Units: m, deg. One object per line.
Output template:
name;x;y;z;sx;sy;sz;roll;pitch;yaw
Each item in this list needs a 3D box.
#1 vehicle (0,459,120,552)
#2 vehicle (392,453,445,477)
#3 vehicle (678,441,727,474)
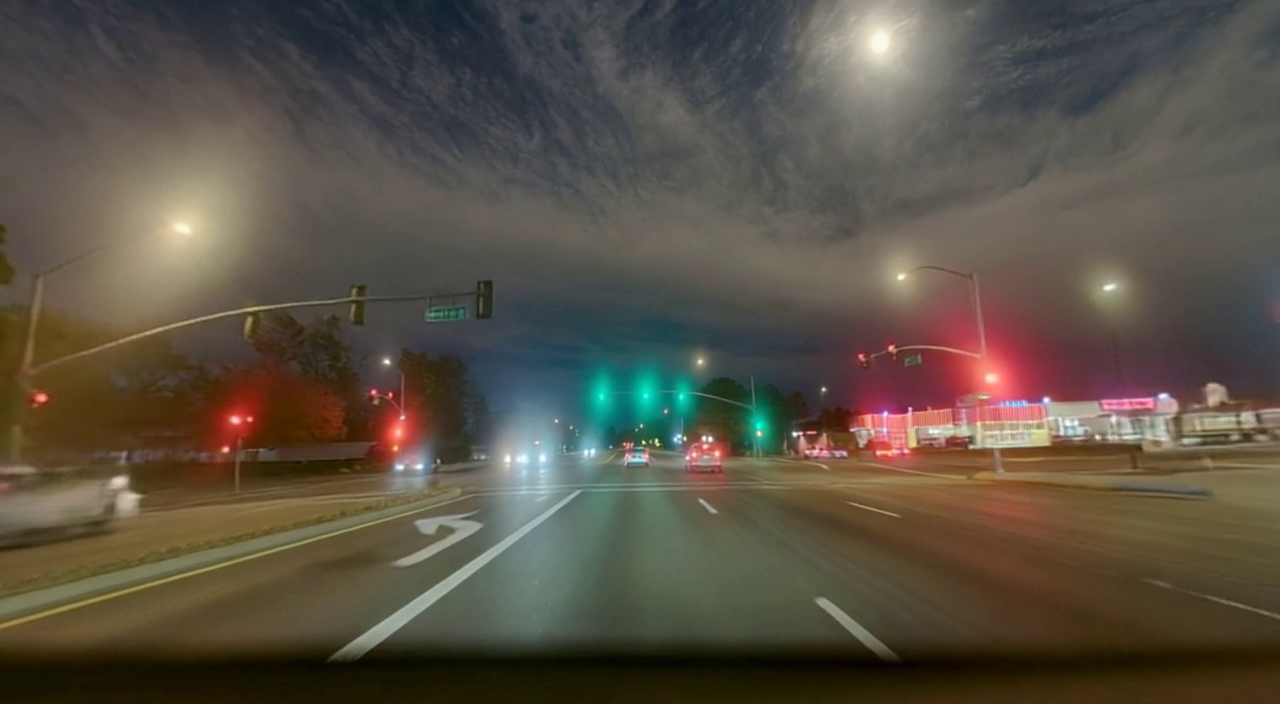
vehicle;-11.626;2.607;10.630;1.891;1.481;4.533;0;-8;-1
vehicle;-15.486;7.901;44.461;2.086;1.483;4.418;0;-8;0
vehicle;3.250;5.599;33.848;2.022;1.643;4.326;0;-8;-2
